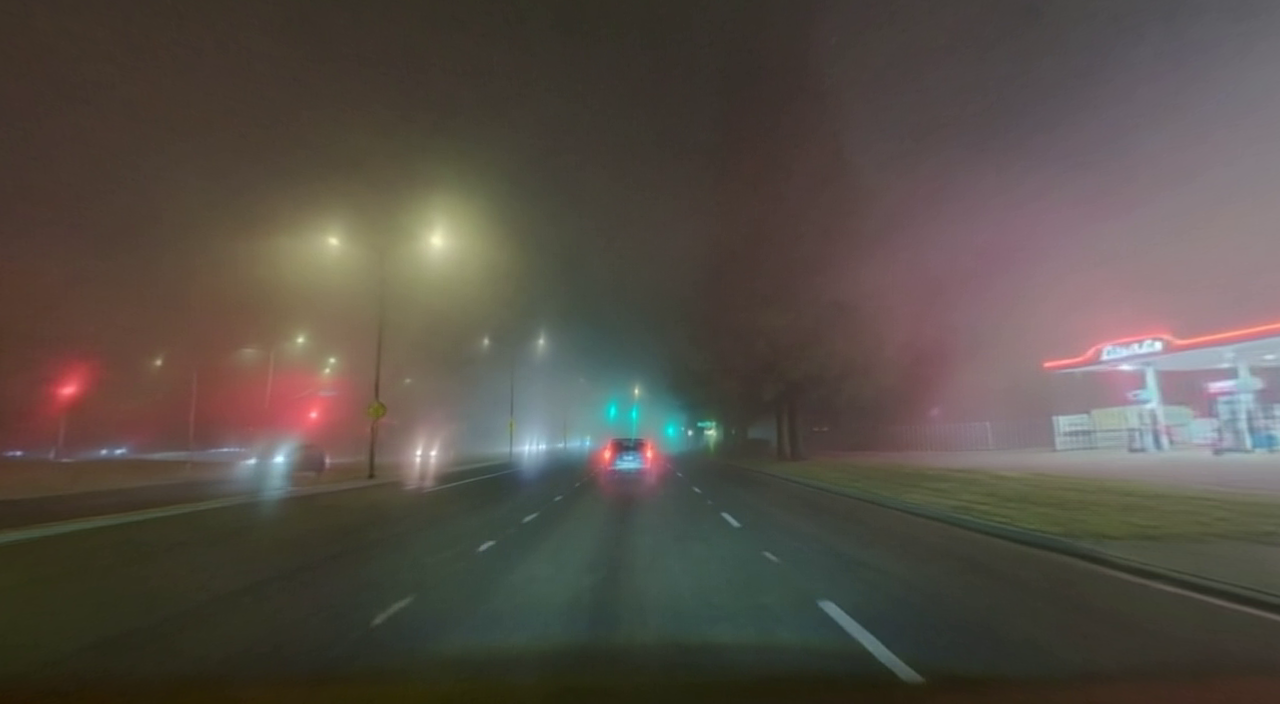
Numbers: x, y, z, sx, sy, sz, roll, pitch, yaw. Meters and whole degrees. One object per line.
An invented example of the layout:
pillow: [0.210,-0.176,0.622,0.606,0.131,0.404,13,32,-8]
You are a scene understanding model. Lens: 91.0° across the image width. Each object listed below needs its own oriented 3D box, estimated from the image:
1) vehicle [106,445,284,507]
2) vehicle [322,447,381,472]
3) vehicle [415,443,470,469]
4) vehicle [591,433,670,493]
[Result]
vehicle: [-12.349,3.415,17.906,1.868,1.516,4.321,0,-8,0]
vehicle: [-19.043,7.085,41.758,1.819,1.473,4.258,0,-8,0]
vehicle: [-12.419,6.539,39.856,1.936,1.498,4.611,0,-8,1]
vehicle: [-0.254,3.191,18.510,2.062,1.519,4.214,0,-8,0]
